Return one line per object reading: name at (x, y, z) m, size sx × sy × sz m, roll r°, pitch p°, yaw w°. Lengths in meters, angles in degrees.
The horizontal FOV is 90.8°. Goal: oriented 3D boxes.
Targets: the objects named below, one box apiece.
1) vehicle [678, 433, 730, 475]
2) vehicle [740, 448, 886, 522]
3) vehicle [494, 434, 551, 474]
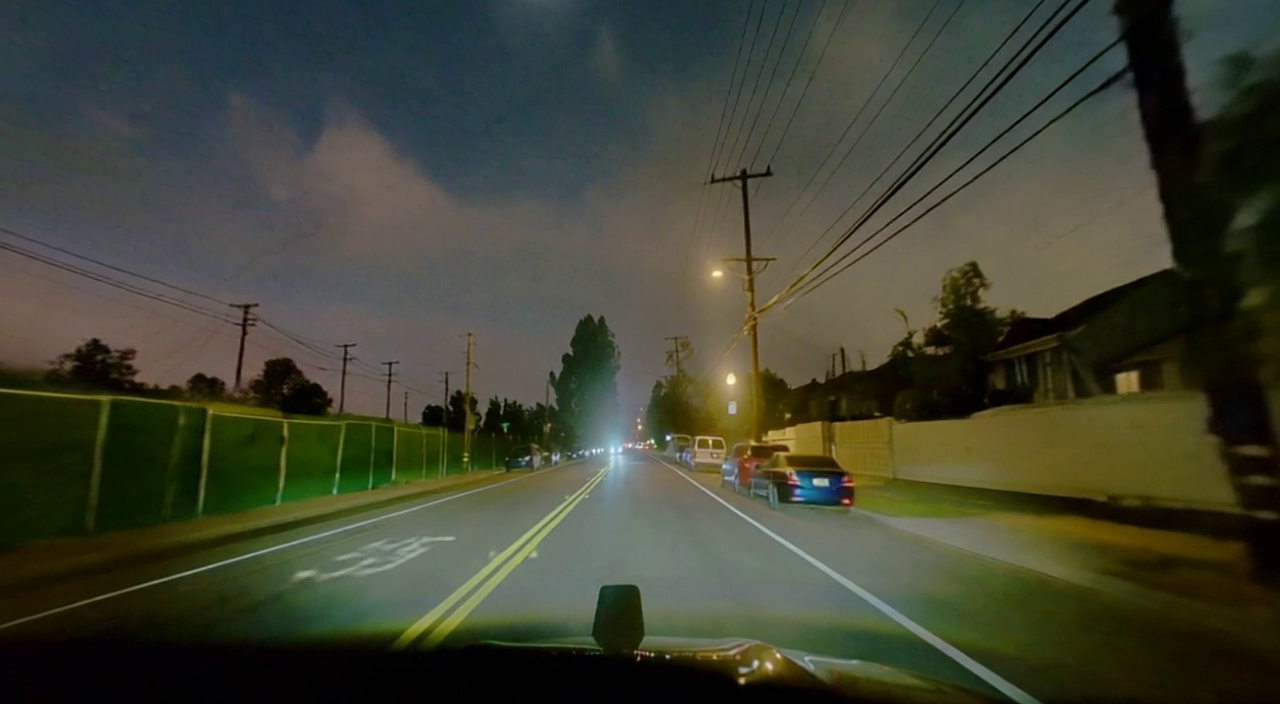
vehicle at (3.215, 5.264, 32.848) m, size 2.053 × 2.005 × 5.495 m, roll 0°, pitch -8°, yaw -1°
vehicle at (3.547, 2.786, 13.850) m, size 1.984 × 1.342 × 4.066 m, roll 0°, pitch -8°, yaw -1°
vehicle at (-6.764, 5.922, 36.976) m, size 2.268 × 2.154 × 5.321 m, roll 0°, pitch -8°, yaw 0°
